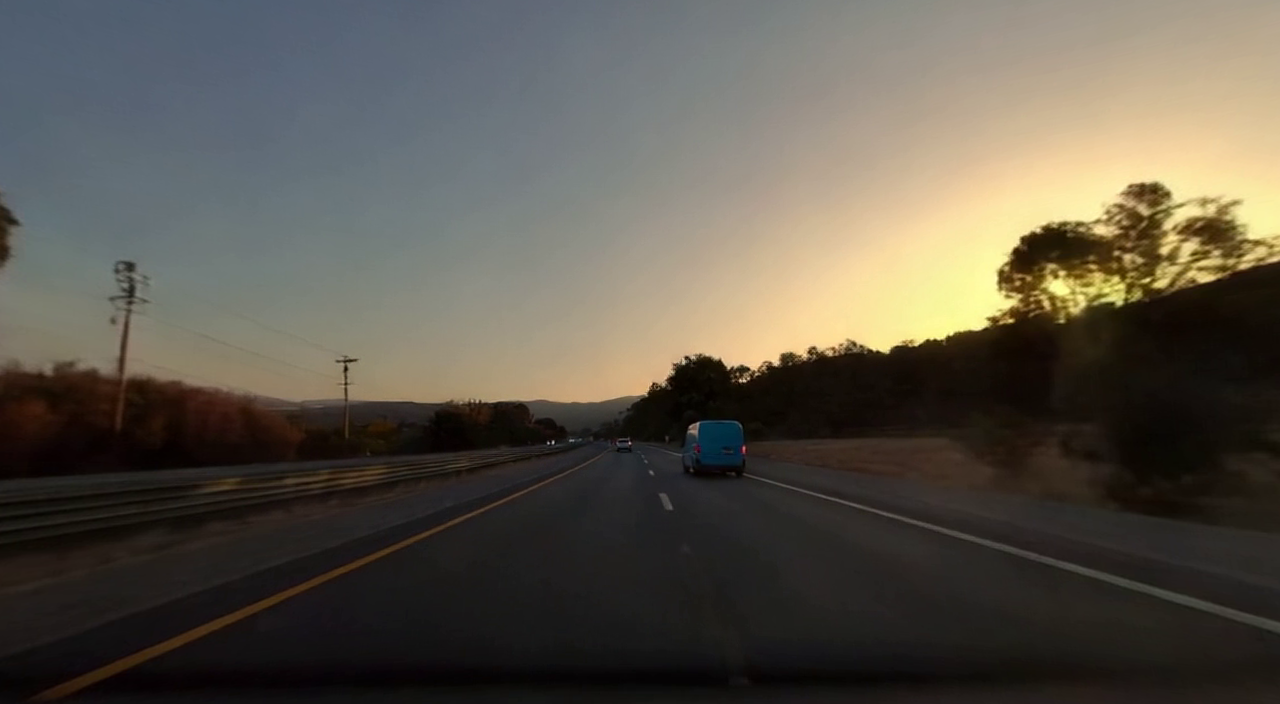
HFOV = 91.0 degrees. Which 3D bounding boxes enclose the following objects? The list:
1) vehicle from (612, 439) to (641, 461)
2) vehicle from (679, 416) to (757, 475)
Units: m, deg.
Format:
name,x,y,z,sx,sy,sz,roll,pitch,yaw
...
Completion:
name,x,y,z,sx,sy,sz,roll,pitch,yaw
vehicle,-0.934,6.937,44.858,2.005,1.466,3.739,-1,-8,0
vehicle,2.879,3.605,24.485,2.269,2.048,4.679,0,-8,-2
